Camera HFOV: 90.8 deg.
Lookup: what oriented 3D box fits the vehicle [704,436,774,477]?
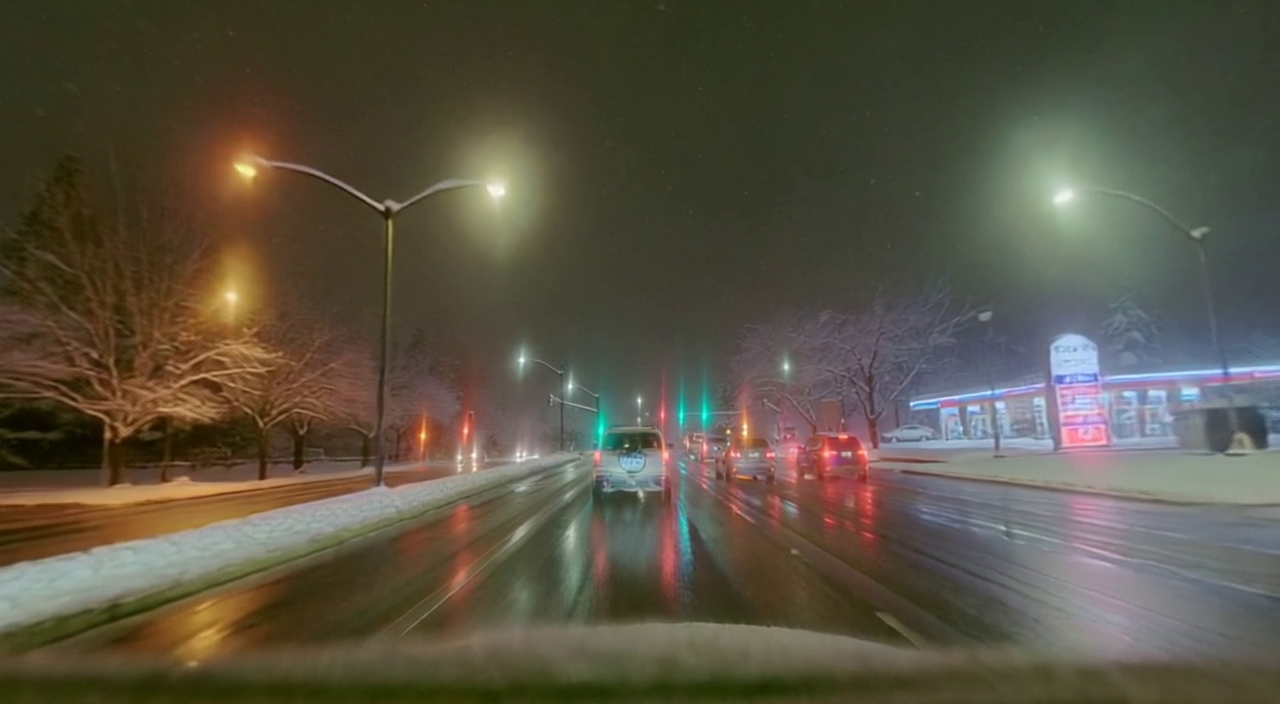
[{"bbox_3d":[3.794,4.095,25.015,1.940,1.474,4.234,0,-8,-2],"label":"vehicle"}]

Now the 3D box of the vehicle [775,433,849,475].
[{"bbox_3d":[7.021,4.195,26.224,1.793,1.585,4.130,0,-8,-1],"label":"vehicle"}]

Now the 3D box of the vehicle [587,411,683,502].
[{"bbox_3d":[-0.139,2.588,15.967,2.038,1.917,4.900,0,-8,-1],"label":"vehicle"}]
